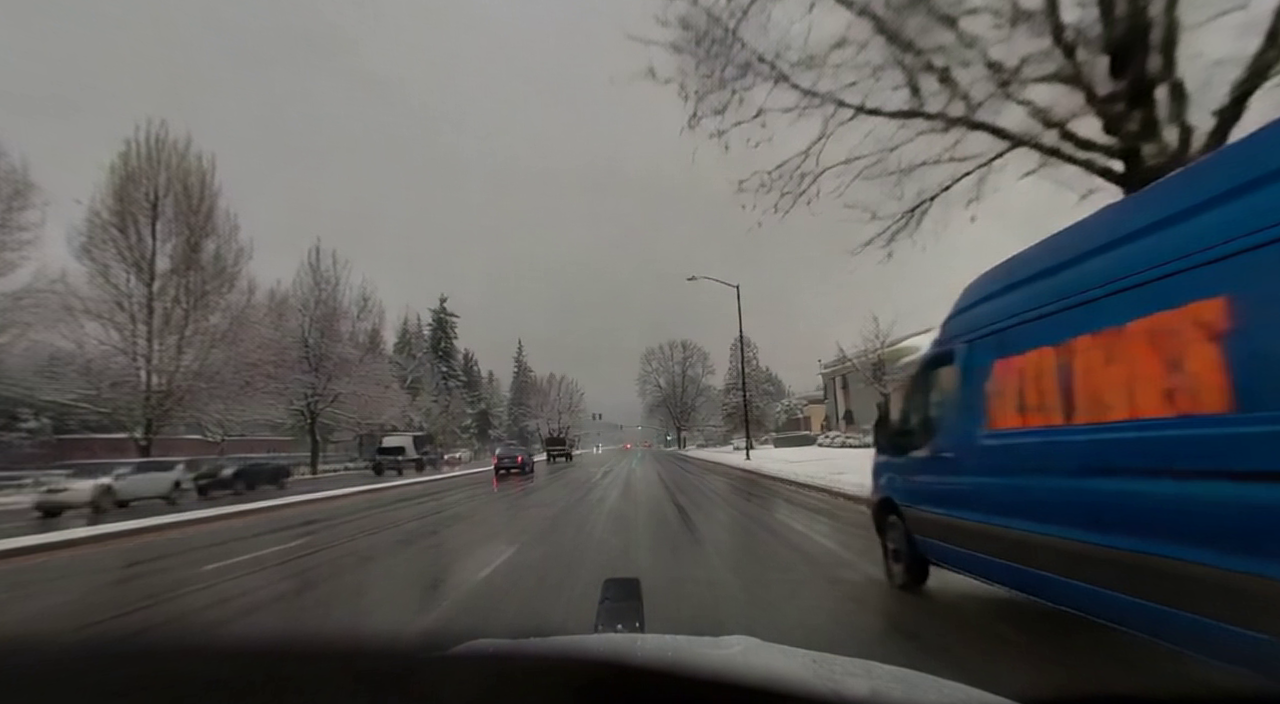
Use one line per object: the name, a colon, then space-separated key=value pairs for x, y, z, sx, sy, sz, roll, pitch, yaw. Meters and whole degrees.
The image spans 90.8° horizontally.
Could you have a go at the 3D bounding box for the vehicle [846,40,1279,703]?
vehicle: x=3.649 y=0.480 z=3.490 sx=2.821 sy=2.768 sz=5.972 roll=0 pitch=-9 yaw=-2

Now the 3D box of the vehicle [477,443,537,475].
vehicle: x=-6.477 y=5.262 z=31.253 sx=1.970 sy=1.456 sz=4.441 roll=0 pitch=-9 yaw=1

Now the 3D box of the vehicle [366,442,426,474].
vehicle: x=-14.760 y=6.432 z=38.485 sx=1.947 sy=1.784 sz=4.175 roll=0 pitch=-9 yaw=0

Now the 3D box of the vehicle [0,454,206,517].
vehicle: x=-14.661 y=3.571 z=17.469 sx=2.031 sy=1.466 sz=4.592 roll=0 pitch=-9 yaw=0

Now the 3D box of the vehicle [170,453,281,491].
vehicle: x=-17.754 y=5.124 z=27.333 sx=1.849 sy=1.457 sz=4.308 roll=0 pitch=-9 yaw=0
